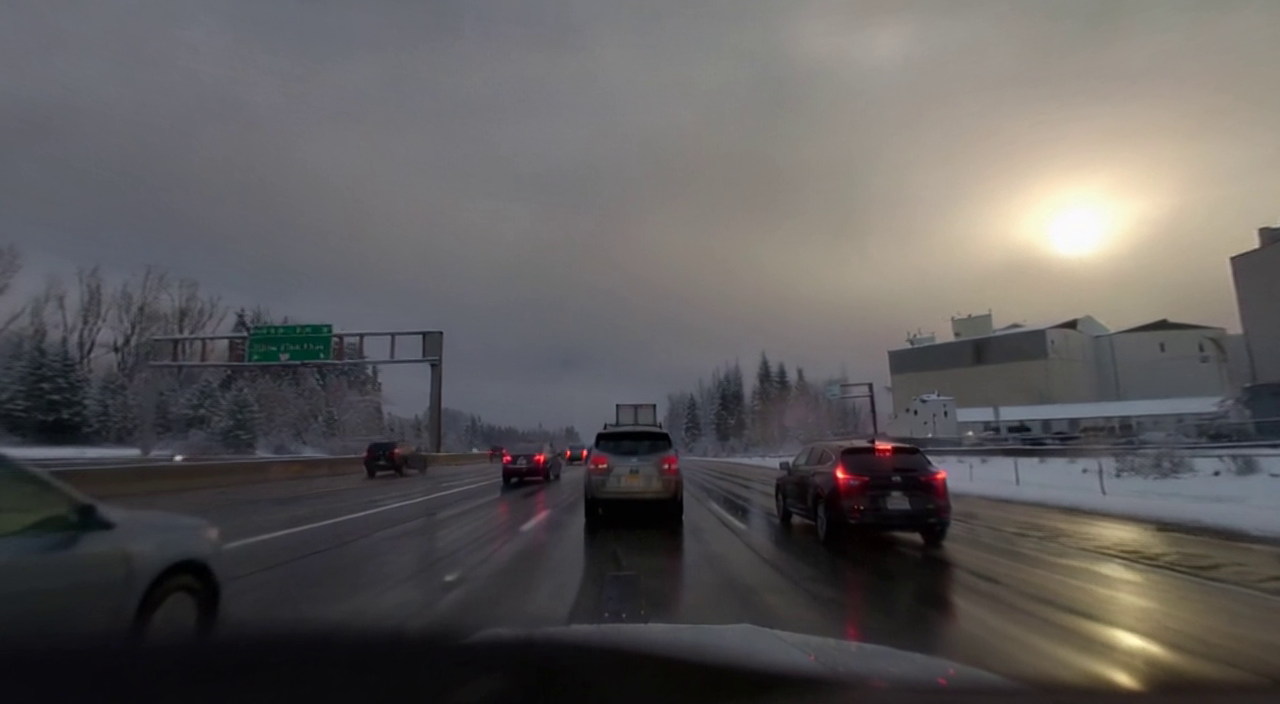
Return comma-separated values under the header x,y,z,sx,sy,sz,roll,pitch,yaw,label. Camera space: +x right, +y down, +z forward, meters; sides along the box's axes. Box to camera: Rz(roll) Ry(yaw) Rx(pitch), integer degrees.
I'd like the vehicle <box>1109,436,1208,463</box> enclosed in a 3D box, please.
x,y,z,sx,sy,sz,roll,pitch,yaw,label
32.023,6.020,39.095,1.805,1.536,4.325,3,-9,-18,vehicle

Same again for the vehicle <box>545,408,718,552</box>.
x,y,z,sx,sy,sz,roll,pitch,yaw,label
-0.122,1.898,9.929,2.152,1.779,3.924,0,-9,0,vehicle

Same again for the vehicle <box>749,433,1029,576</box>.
x,y,z,sx,sy,sz,roll,pitch,yaw,label
3.001,1.931,8.893,2.018,1.470,4.491,0,-9,-2,vehicle

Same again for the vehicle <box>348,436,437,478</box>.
x,y,z,sx,sy,sz,roll,pitch,yaw,label
-11.005,4.689,28.438,2.129,1.720,4.547,0,-9,1,vehicle

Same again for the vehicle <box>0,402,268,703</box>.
x,y,z,sx,sy,sz,roll,pitch,yaw,label
-3.462,0.829,1.703,2.132,1.464,4.481,0,-9,1,vehicle

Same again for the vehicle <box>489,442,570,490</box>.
x,y,z,sx,sy,sz,roll,pitch,yaw,label
-3.683,3.876,21.806,2.005,1.458,4.143,0,-9,1,vehicle
